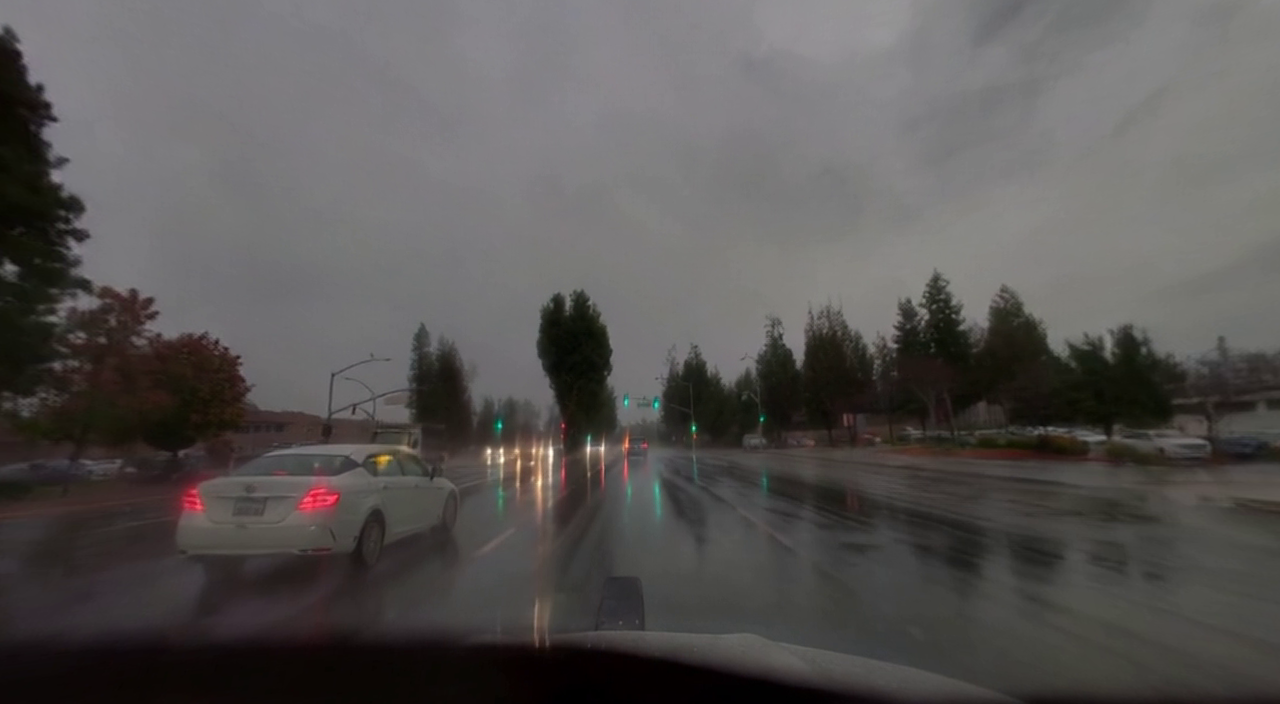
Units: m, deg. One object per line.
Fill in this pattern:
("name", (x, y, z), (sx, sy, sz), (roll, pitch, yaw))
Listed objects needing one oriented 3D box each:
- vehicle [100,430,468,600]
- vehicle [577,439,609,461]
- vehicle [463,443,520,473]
("vehicle", (-3.643, 1.714, 7.638), (1.905, 1.418, 4.396), (0, -8, 0))
("vehicle", (-3.571, 7.573, 48.894), (2.103, 1.592, 4.160), (0, -8, 0))
("vehicle", (-7.658, 5.507, 33.059), (1.920, 1.456, 4.534), (0, -8, 0))
